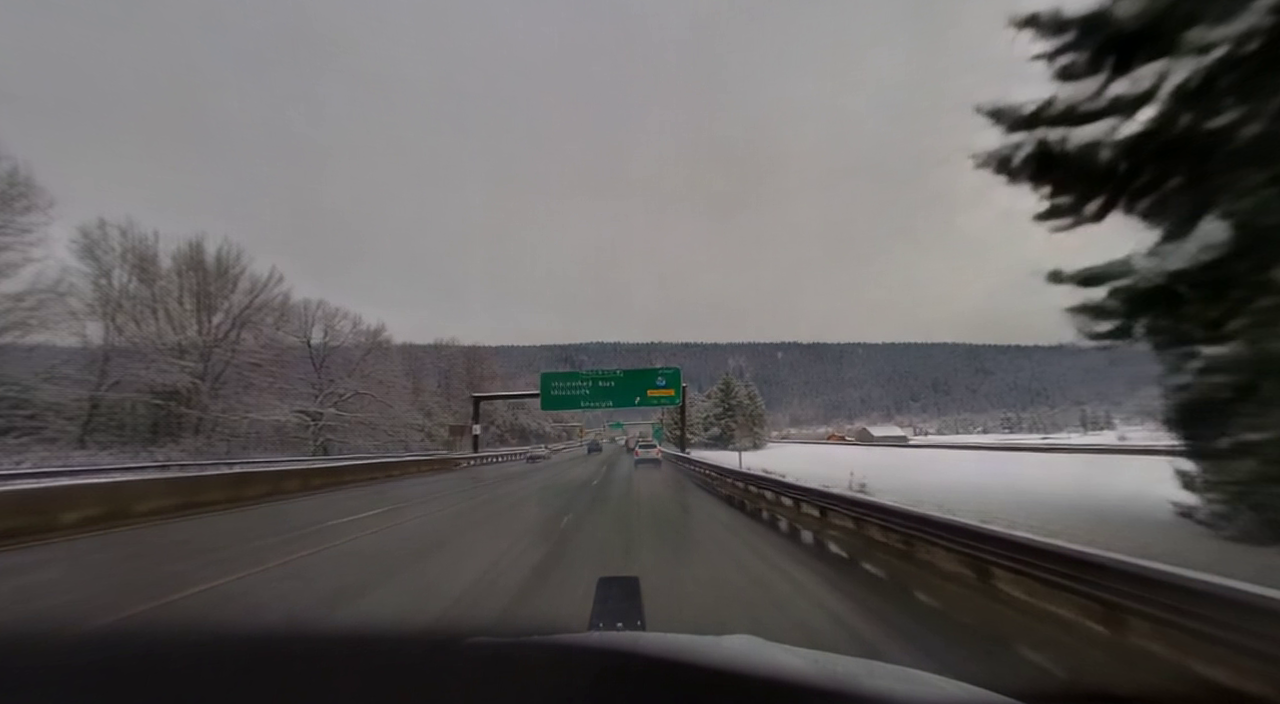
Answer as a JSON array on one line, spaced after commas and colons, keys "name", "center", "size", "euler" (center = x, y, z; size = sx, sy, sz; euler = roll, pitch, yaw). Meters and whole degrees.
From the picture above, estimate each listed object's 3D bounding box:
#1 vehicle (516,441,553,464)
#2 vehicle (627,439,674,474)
[{"name": "vehicle", "center": [-7.128, 6.848, 42.894], "size": [1.955, 1.468, 3.637], "euler": [0, -9, 0]}, {"name": "vehicle", "center": [0.395, 4.860, 29.518], "size": [2.019, 1.475, 4.301], "euler": [0, -9, -1]}]
